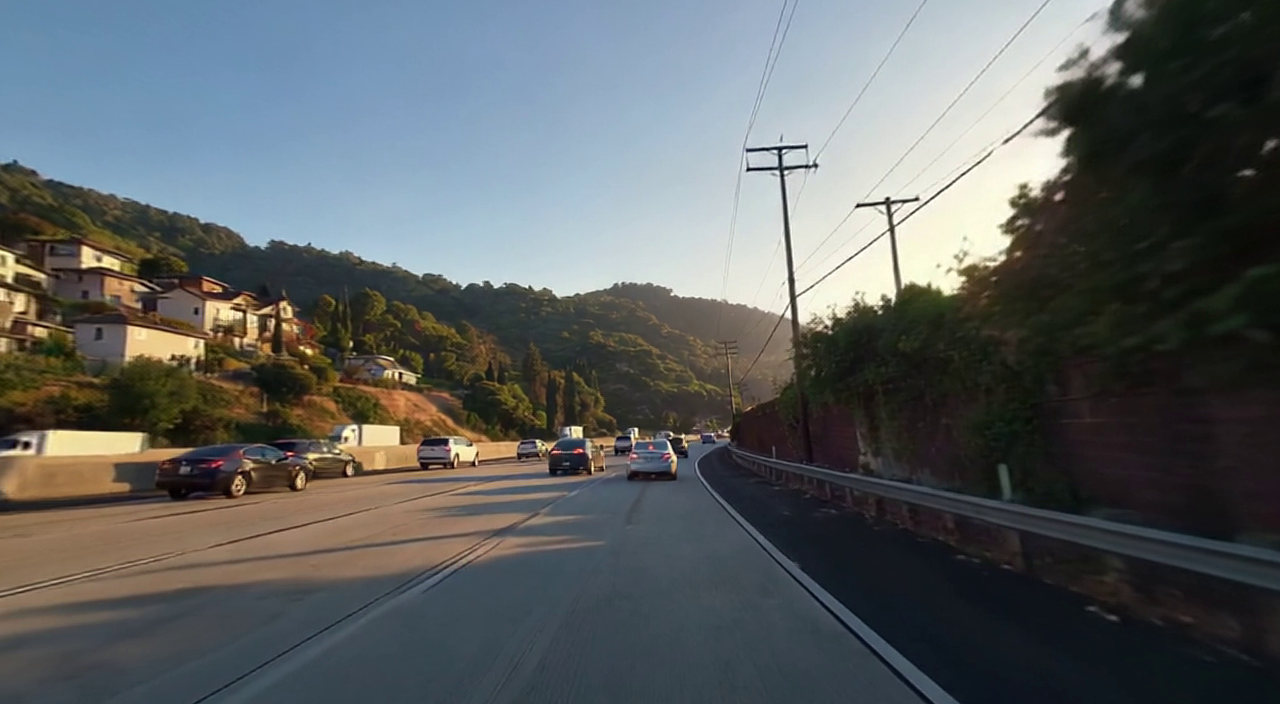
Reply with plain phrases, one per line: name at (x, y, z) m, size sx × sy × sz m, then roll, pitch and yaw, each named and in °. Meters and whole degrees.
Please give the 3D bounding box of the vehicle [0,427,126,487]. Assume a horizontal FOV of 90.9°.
vehicle at (-22.236, 3.745, 22.683) m, size 2.230 × 1.990 × 5.675 m, roll -1°, pitch -9°, yaw 8°

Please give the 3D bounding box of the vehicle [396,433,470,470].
vehicle at (-11.658, 5.657, 35.973) m, size 2.105 × 1.971 × 4.868 m, roll -1°, pitch -9°, yaw 7°

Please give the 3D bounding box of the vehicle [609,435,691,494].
vehicle at (0.364, 3.181, 18.238) m, size 2.109 × 1.495 × 3.935 m, roll -1°, pitch -8°, yaw 3°

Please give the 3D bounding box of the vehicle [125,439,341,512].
vehicle at (-9.508, 2.881, 15.304) m, size 1.959 × 1.469 × 4.450 m, roll -1°, pitch -8°, yaw 6°

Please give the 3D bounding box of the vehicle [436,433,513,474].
vehicle at (-8.008, 4.949, 30.955) m, size 2.080 × 1.833 × 4.461 m, roll -1°, pitch -9°, yaw 7°

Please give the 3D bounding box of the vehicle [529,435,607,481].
vehicle at (-2.698, 4.124, 24.840) m, size 2.121 × 1.639 × 4.383 m, roll -1°, pitch -8°, yaw 6°
